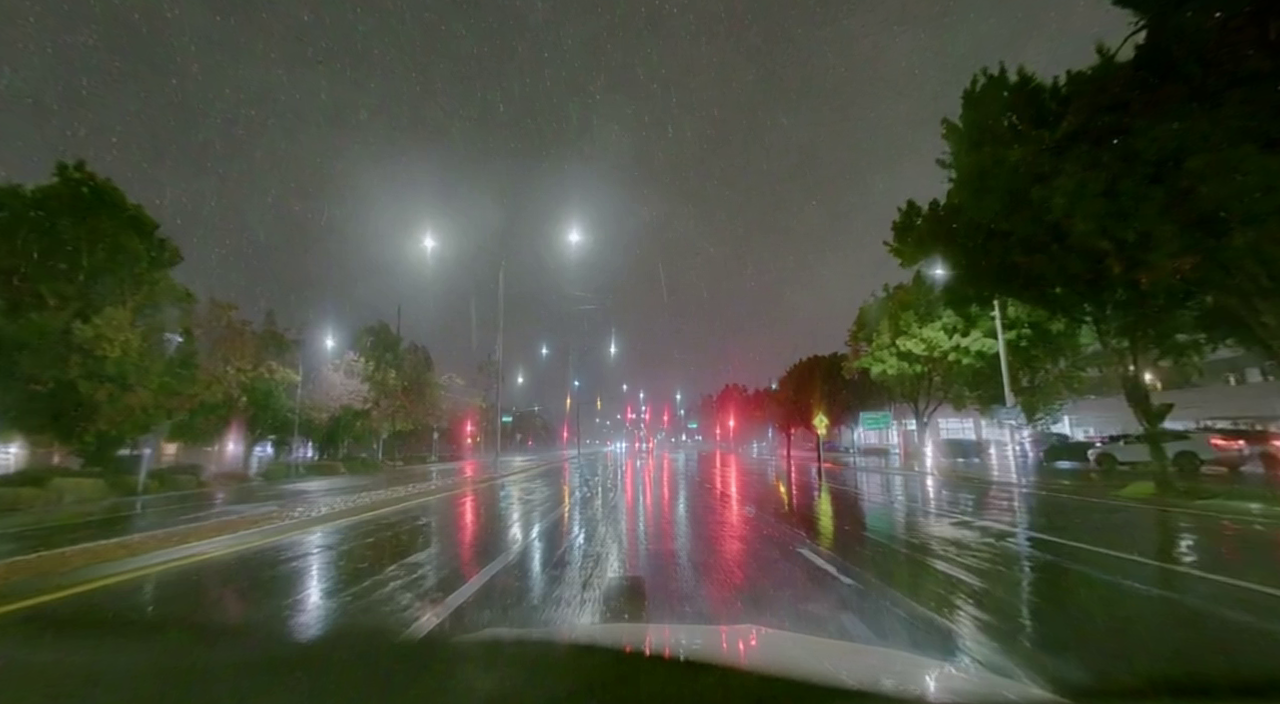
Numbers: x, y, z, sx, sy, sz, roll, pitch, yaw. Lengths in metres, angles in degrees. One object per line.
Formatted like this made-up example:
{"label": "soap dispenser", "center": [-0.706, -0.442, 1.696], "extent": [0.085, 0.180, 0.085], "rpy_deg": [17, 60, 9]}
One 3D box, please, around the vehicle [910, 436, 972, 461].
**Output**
{"label": "vehicle", "center": [19.281, 6.219, 40.568], "extent": [1.842, 1.495, 4.474], "rpy_deg": [0, -8, 1]}

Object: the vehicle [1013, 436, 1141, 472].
{"label": "vehicle", "center": [19.036, 4.468, 27.710], "extent": [4.348, 1.448, 1.976], "rpy_deg": [-6, -10, 29]}

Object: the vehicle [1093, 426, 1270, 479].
{"label": "vehicle", "center": [18.593, 3.476, 21.989], "extent": [4.390, 1.630, 2.131], "rpy_deg": [-6, -10, 36]}
